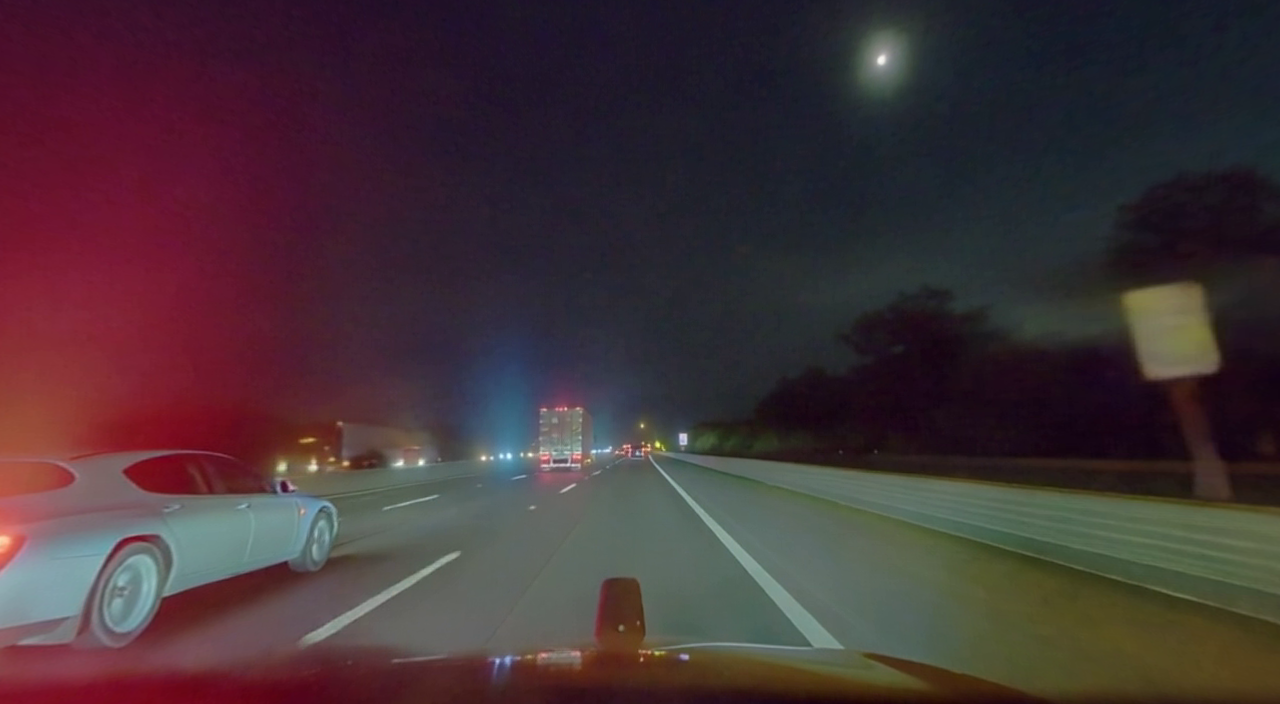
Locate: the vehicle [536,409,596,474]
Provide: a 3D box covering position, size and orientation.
[{"bbox_3d":[-4.258,5.398,37.660,2.707,3.461,7.191,0,-9,0],"label":"vehicle"}]

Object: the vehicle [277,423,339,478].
[{"bbox_3d":[-24.481,7.262,46.673,2.906,3.916,2.637,0,-9,-1],"label":"vehicle"}]
